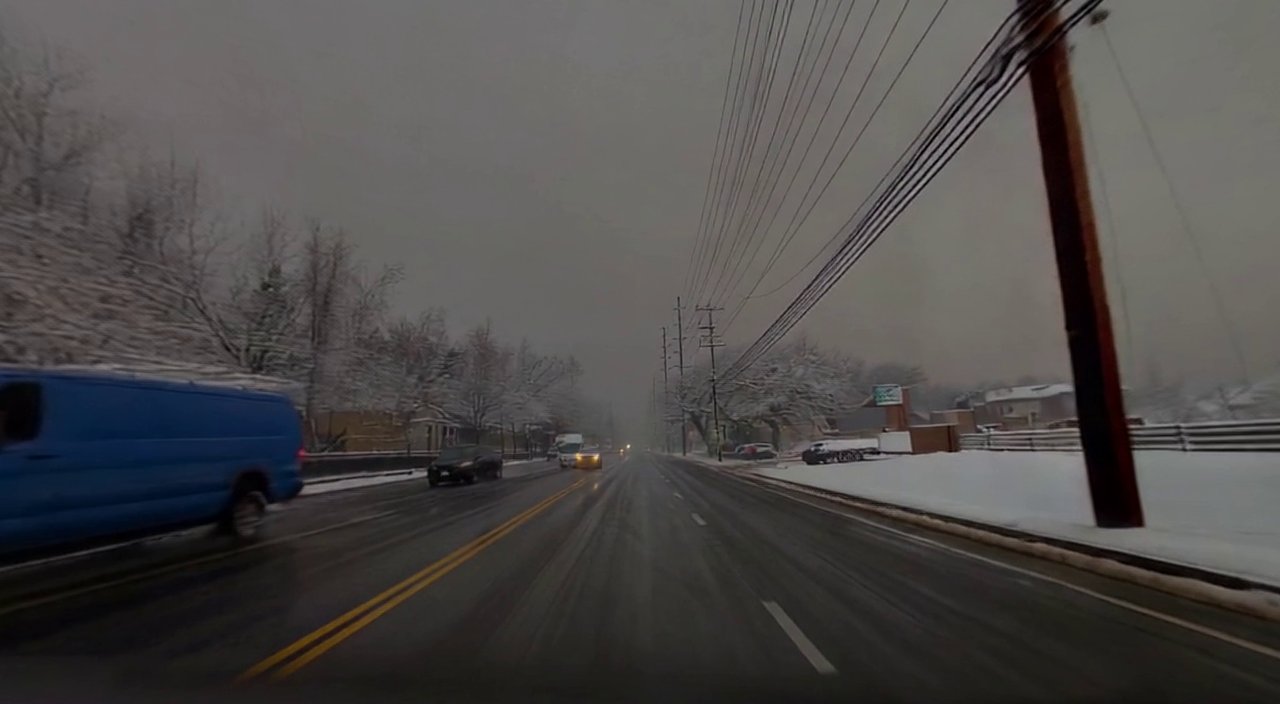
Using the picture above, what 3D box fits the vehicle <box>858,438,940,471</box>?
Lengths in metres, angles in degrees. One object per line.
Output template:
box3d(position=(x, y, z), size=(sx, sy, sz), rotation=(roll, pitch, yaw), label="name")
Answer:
box3d(position=(13.015, 5.184, 32.006), size=(2.143, 1.518, 4.893), rotation=(0, -8, 0), label="vehicle")

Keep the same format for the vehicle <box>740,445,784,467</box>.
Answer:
box3d(position=(8.264, 7.055, 42.962), size=(1.869, 1.428, 4.250), rotation=(0, -8, -5), label="vehicle")

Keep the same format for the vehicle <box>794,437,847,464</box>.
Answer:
box3d(position=(12.671, 6.941, 44.464), size=(2.051, 1.811, 5.330), rotation=(0, -8, -1), label="vehicle")

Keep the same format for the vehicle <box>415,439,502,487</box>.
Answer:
box3d(position=(-7.259, 4.451, 25.678), size=(2.242, 1.741, 4.519), rotation=(0, -8, -1), label="vehicle")

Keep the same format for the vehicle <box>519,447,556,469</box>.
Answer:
box3d(position=(-7.242, 7.478, 44.801), size=(1.877, 1.445, 4.429), rotation=(-1, -8, 0), label="vehicle")

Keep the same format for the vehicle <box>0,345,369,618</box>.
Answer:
box3d(position=(-6.928, 1.599, 8.600), size=(2.909, 2.362, 7.390), rotation=(-1, -8, 2), label="vehicle")
